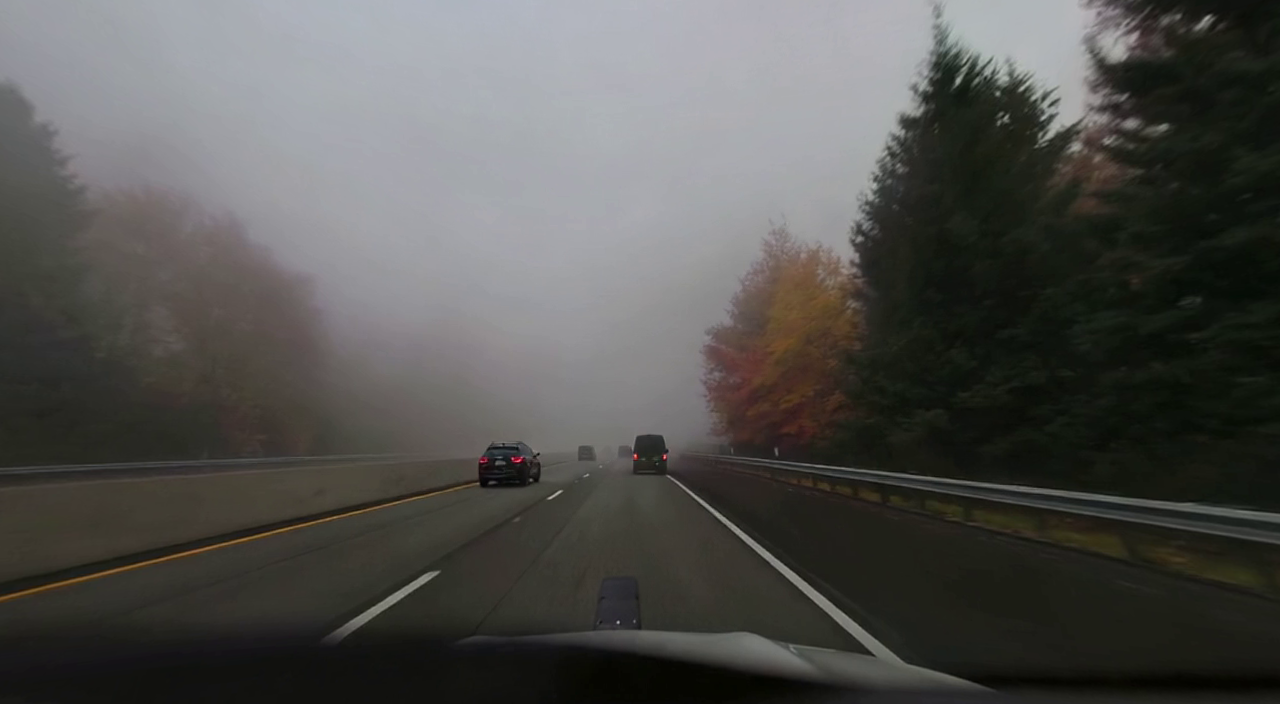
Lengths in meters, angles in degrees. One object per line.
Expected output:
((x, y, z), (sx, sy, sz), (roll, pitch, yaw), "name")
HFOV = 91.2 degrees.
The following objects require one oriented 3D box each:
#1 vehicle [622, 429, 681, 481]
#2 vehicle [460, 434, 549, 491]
((0.396, 4.243, 25.897), (2.179, 1.930, 4.538), (0, -9, -1), "vehicle")
((-4.425, 3.678, 21.197), (2.088, 1.688, 4.365), (0, -9, -1), "vehicle")
